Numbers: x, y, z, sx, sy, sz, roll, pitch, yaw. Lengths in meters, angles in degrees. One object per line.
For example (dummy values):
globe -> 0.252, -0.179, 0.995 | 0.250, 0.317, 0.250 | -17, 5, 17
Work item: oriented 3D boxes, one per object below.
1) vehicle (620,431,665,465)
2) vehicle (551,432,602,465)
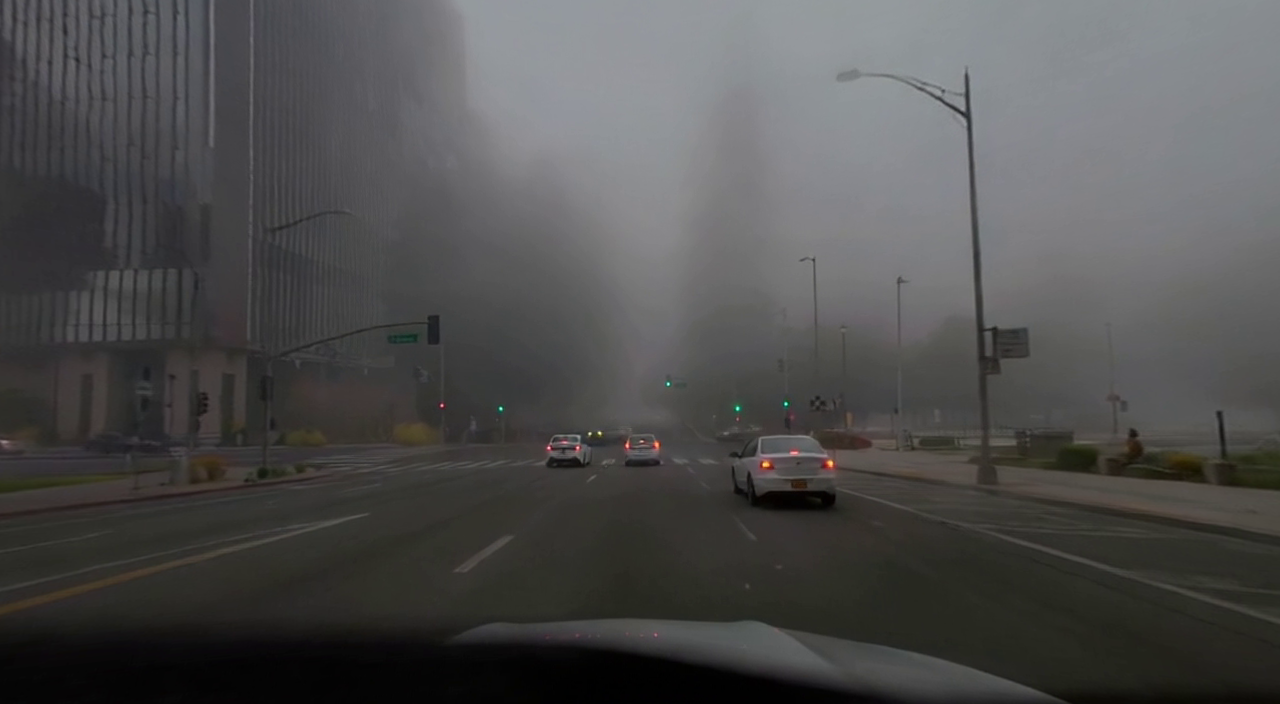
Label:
vehicle -> 0.128, 4.563, 30.244 | 2.016, 1.478, 3.795 | 0, -8, 0
vehicle -> -3.066, 4.747, 31.329 | 1.995, 1.479, 4.627 | 0, -8, 1
